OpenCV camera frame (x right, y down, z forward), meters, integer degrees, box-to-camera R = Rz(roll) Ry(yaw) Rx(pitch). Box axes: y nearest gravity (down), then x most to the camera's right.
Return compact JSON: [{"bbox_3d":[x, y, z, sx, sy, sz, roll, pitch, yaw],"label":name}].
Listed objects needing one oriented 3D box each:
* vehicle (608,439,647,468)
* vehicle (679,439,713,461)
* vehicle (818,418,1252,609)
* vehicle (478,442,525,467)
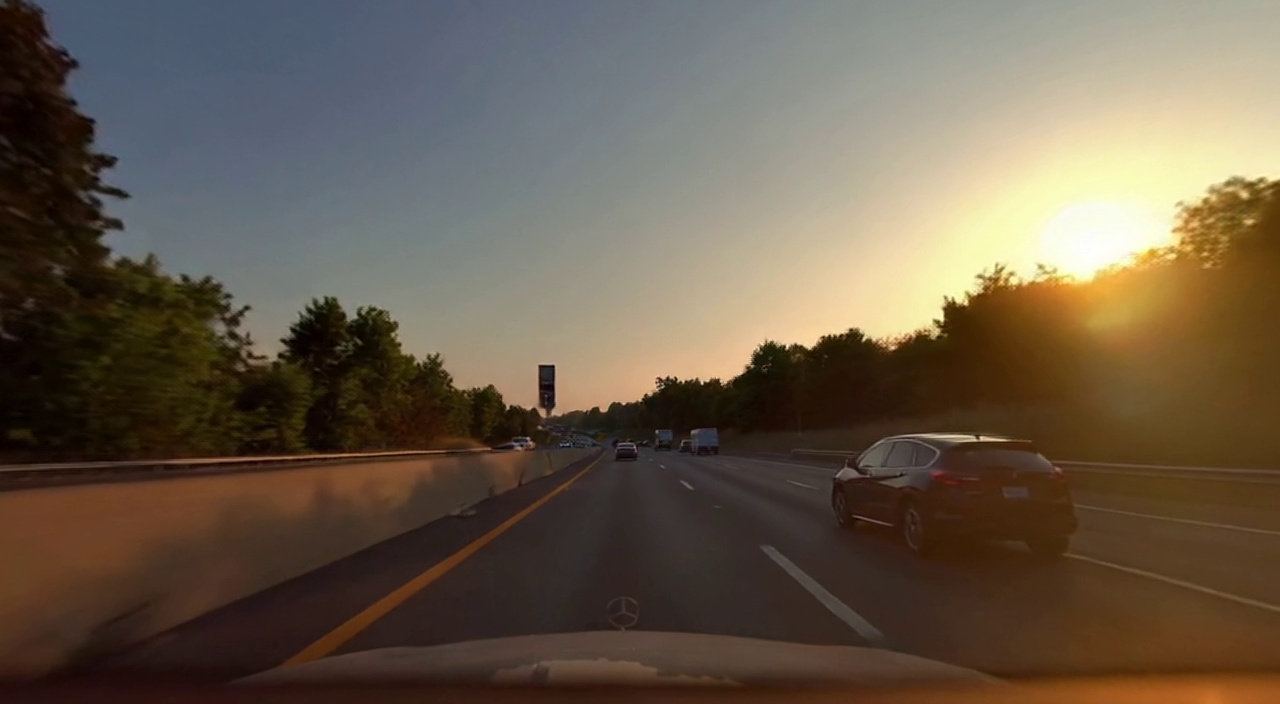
[{"bbox_3d":[-0.702,5.675,35.520,2.055,1.466,4.317,0,-8,-1],"label":"vehicle"},{"bbox_3d":[4.021,7.105,45.908,1.995,1.556,3.893,0,-8,-2],"label":"vehicle"},{"bbox_3d":[3.819,1.607,7.429,1.961,1.495,4.743,0,-8,-1],"label":"vehicle"},{"bbox_3d":[-8.849,6.590,40.726,2.017,1.504,4.505,0,-8,0],"label":"vehicle"}]
